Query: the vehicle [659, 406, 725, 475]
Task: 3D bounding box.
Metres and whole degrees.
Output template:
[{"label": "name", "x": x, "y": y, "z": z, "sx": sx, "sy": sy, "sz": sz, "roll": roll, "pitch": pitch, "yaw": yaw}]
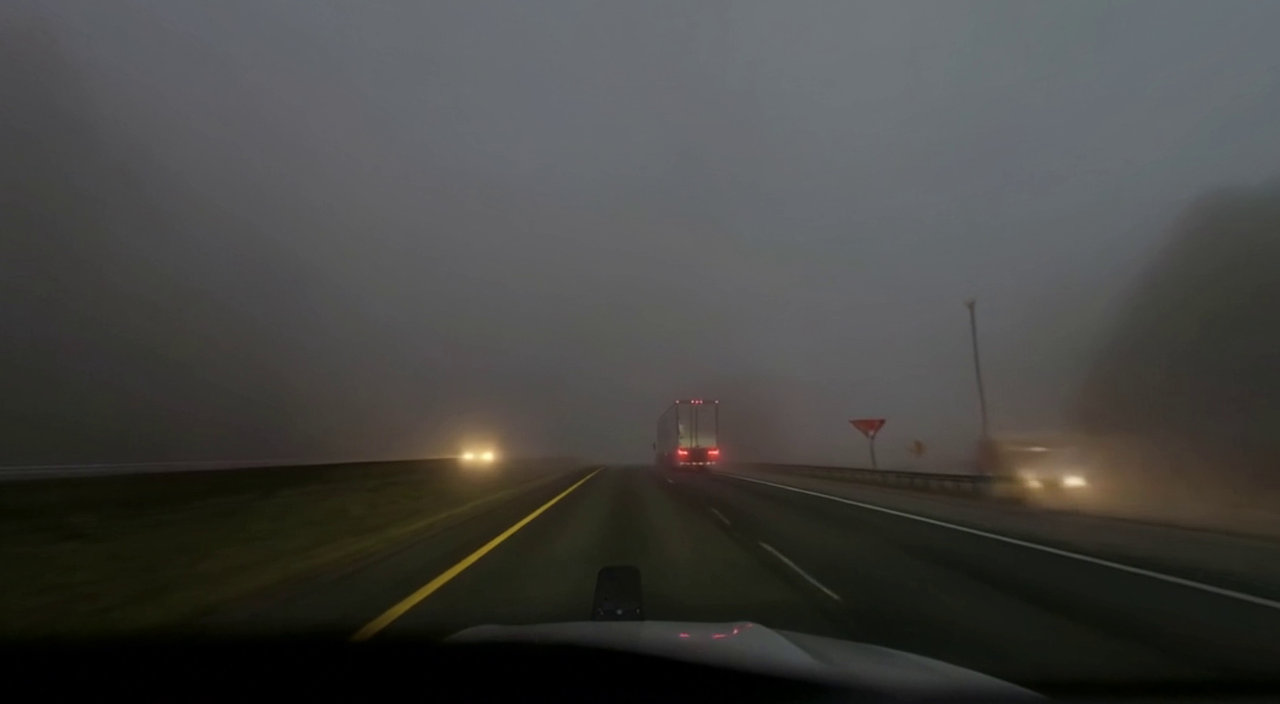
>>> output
[{"label": "vehicle", "x": 3.262, "y": 6.242, "z": 43.772, "sx": 2.938, "sy": 4.076, "sz": 13.362, "roll": 0, "pitch": -9, "yaw": -2}]
